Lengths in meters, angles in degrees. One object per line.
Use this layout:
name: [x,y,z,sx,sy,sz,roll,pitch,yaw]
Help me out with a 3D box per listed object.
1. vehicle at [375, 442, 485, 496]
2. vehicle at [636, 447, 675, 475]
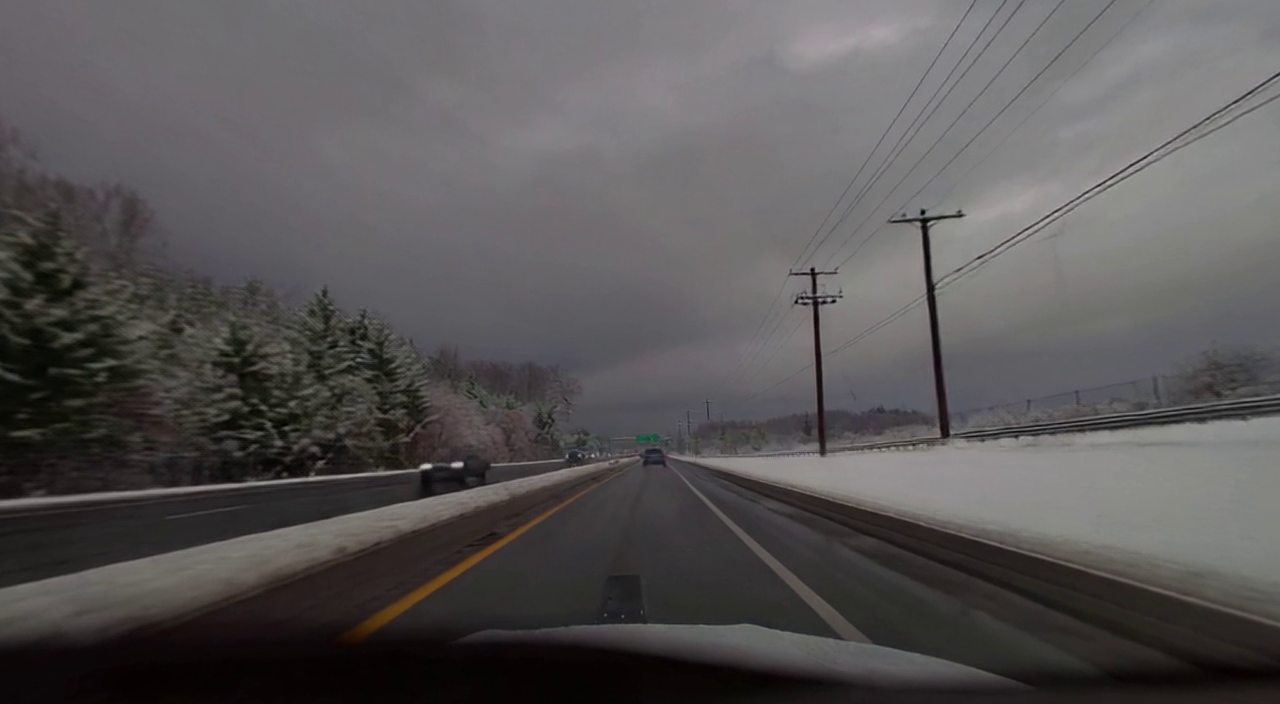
vehicle: [-6.519,3.699,20.174,1.900,1.515,4.379,0,-9,1]
vehicle: [0.866,6.181,35.790,2.080,1.486,3.813,0,-9,1]
